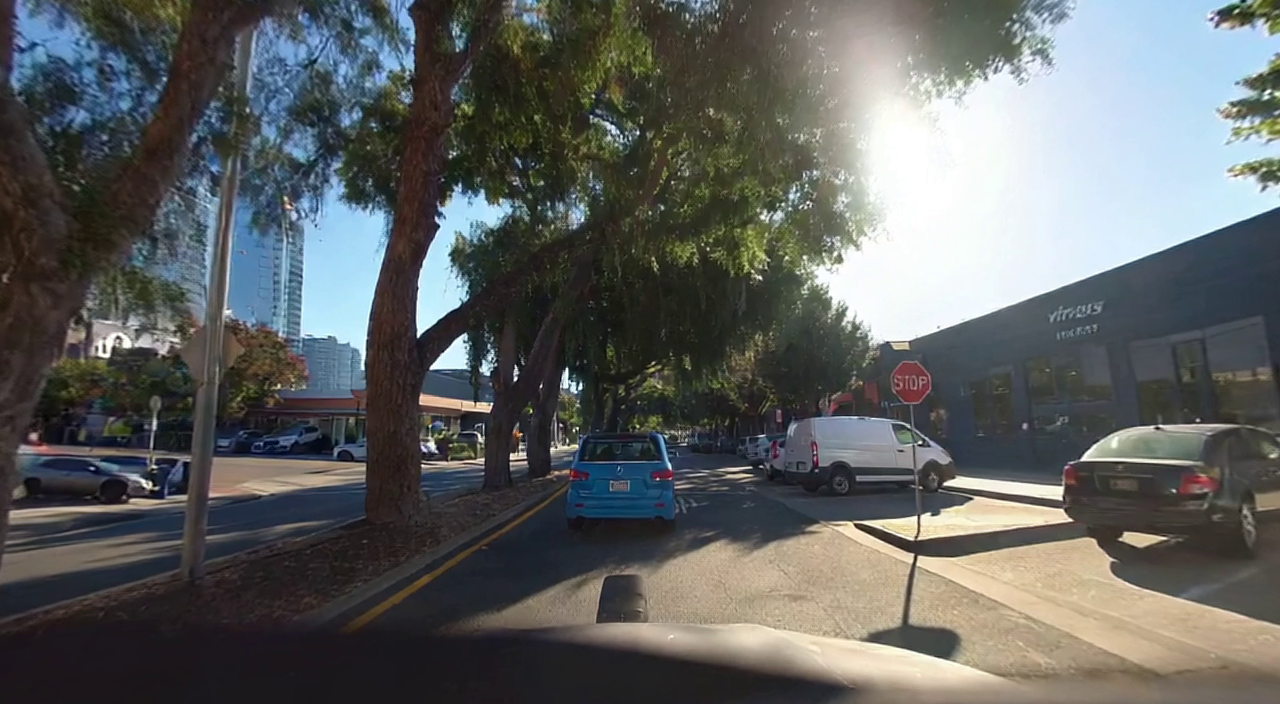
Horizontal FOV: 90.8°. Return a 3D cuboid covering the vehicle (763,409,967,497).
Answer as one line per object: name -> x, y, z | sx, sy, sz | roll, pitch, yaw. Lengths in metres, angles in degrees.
vehicle -> 6.337, 2.808, 17.743 | 5.385, 2.146, 2.143 | 4, -9, -26

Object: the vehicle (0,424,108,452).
vehicle -> -32.300, 4.740, 34.785 | 4.006, 1.491, 2.007 | 1, -9, -6

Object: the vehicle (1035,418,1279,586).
vehicle -> 7.260, 1.767, 8.234 | 3.957, 1.650, 1.971 | 5, -10, -33

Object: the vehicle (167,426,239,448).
vehicle -> -32.391, 6.322, 46.863 | 3.915, 1.574, 1.850 | 0, -8, 1

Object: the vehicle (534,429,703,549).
vehicle -> -0.322, 2.020, 10.052 | 2.065, 1.450, 4.522 | 0, -8, -2
